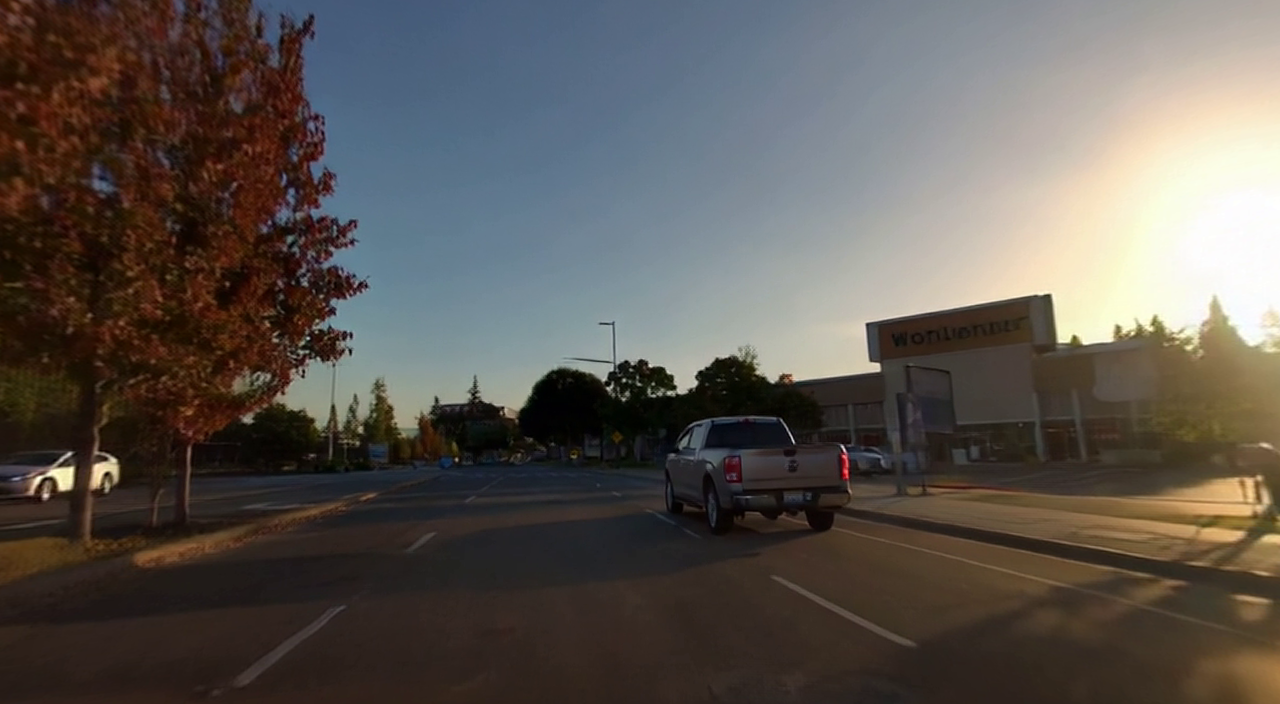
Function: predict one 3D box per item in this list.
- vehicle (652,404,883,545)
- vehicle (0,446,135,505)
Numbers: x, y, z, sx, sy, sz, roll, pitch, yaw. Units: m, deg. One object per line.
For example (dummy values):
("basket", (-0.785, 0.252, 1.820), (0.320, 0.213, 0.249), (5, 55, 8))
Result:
("vehicle", (1.863, 2.114, 11.713), (2.402, 1.922, 5.677), (1, -8, -8))
("vehicle", (-19.695, 4.052, 21.286), (2.037, 1.725, 4.632), (1, -8, -10))
